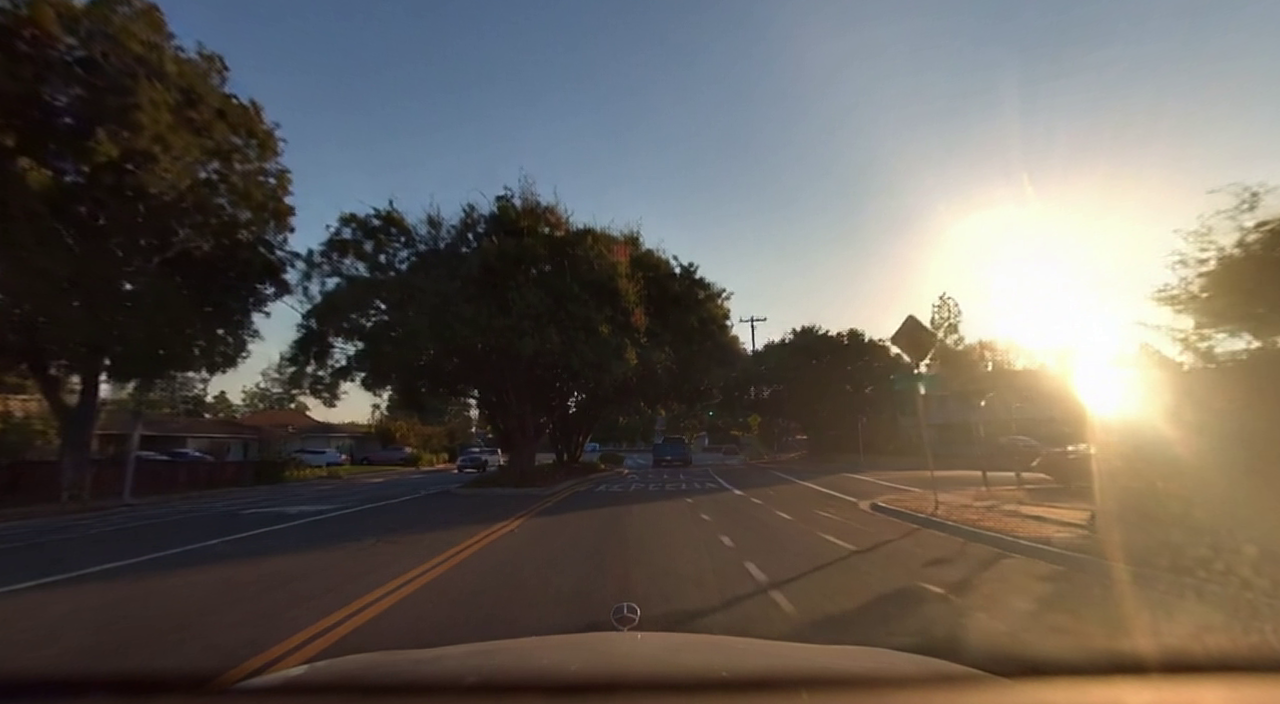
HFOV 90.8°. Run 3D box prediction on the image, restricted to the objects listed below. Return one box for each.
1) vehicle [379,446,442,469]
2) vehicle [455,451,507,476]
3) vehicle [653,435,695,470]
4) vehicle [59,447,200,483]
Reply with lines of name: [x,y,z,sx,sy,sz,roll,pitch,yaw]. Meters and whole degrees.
vehicle: [-18.037,8.301,49.721,4.168,1.735,1.925,-1,-9,3]
vehicle: [-11.058,7.759,44.243,1.873,1.508,4.483,-3,-8,9]
vehicle: [2.110,6.040,37.883,2.153,1.942,4.767,-1,-9,7]
vehicle: [-25.881,5.717,32.251,4.975,1.732,2.165,2,-9,-14]
